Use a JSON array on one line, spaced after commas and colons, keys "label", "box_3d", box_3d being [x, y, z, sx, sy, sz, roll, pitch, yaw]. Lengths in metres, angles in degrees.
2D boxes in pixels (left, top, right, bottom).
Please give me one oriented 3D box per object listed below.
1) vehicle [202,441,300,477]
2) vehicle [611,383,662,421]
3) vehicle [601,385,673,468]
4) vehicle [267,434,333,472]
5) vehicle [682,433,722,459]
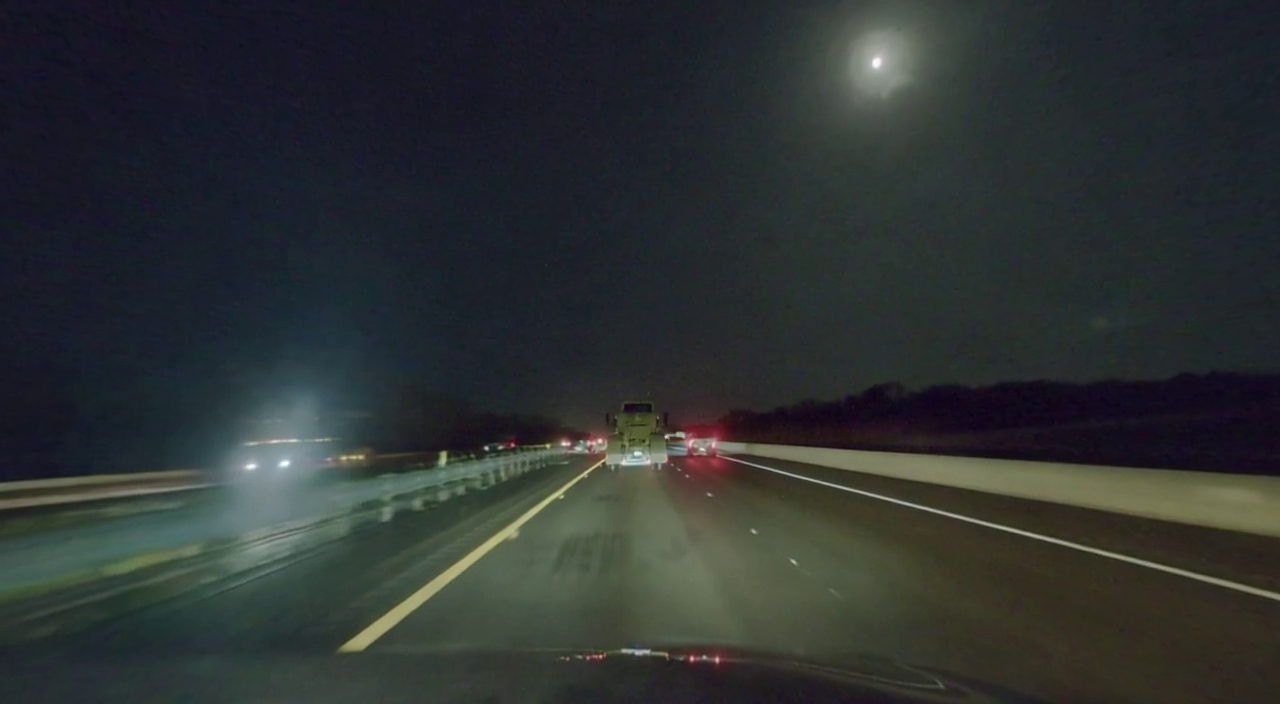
[{"label": "vehicle", "box_3d": [-18.357, 5.057, 29.967, 1.830, 1.521, 4.495, 0, -8, 0]}, {"label": "vehicle", "box_3d": [-0.171, 2.317, 28.118, 2.112, 1.472, 4.240, 0, -8, -1]}, {"label": "vehicle", "box_3d": [-0.307, 3.966, 32.764, 2.953, 3.406, 13.372, 0, -8, -2]}, {"label": "vehicle", "box_3d": [-18.339, 5.437, 34.040, 1.741, 1.925, 3.045, 0, -8, 1]}, {"label": "vehicle", "box_3d": [3.767, 5.773, 38.930, 1.910, 1.492, 4.324, 0, -8, -1]}]
